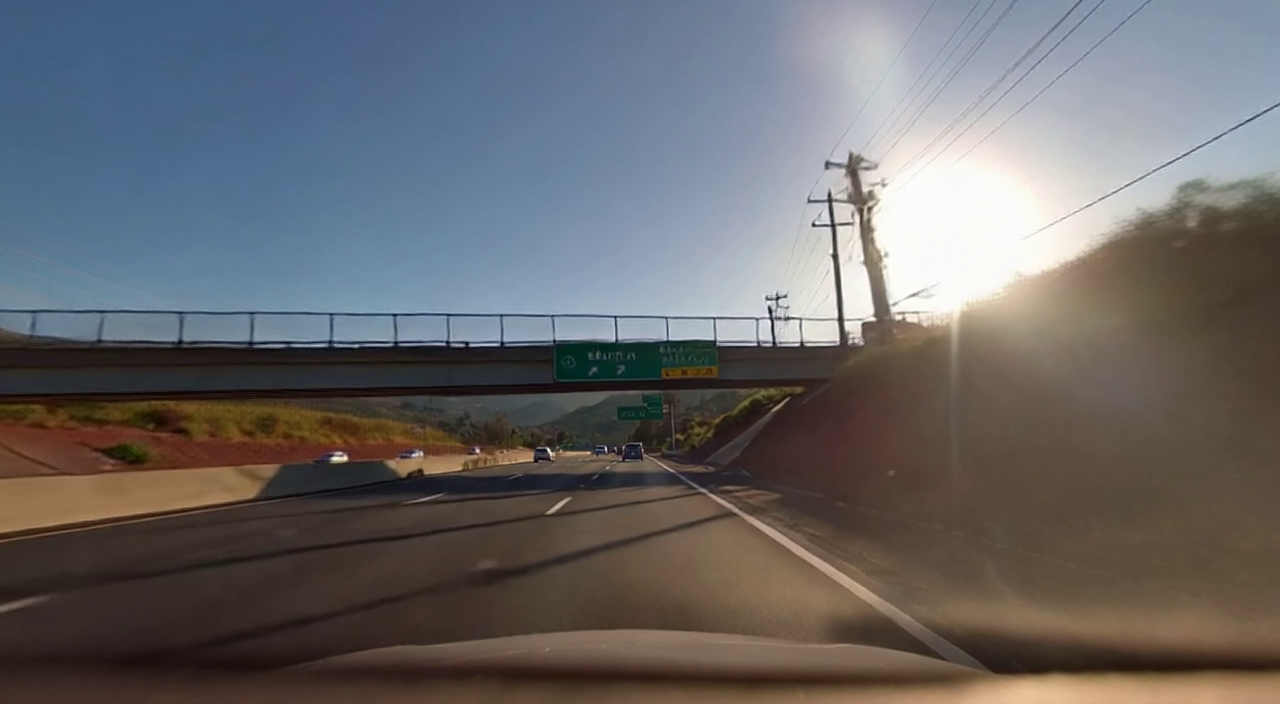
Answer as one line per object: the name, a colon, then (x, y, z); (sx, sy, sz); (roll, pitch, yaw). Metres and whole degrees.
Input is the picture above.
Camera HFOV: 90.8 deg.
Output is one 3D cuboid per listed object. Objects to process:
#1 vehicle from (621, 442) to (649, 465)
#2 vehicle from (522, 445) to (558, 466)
vehicle: (-0.383, 7.808, 48.834); (2.063, 1.715, 4.299); (0, -8, -1)
vehicle: (-7.759, 8.063, 49.450); (2.077, 1.511, 4.323); (0, -8, 0)
